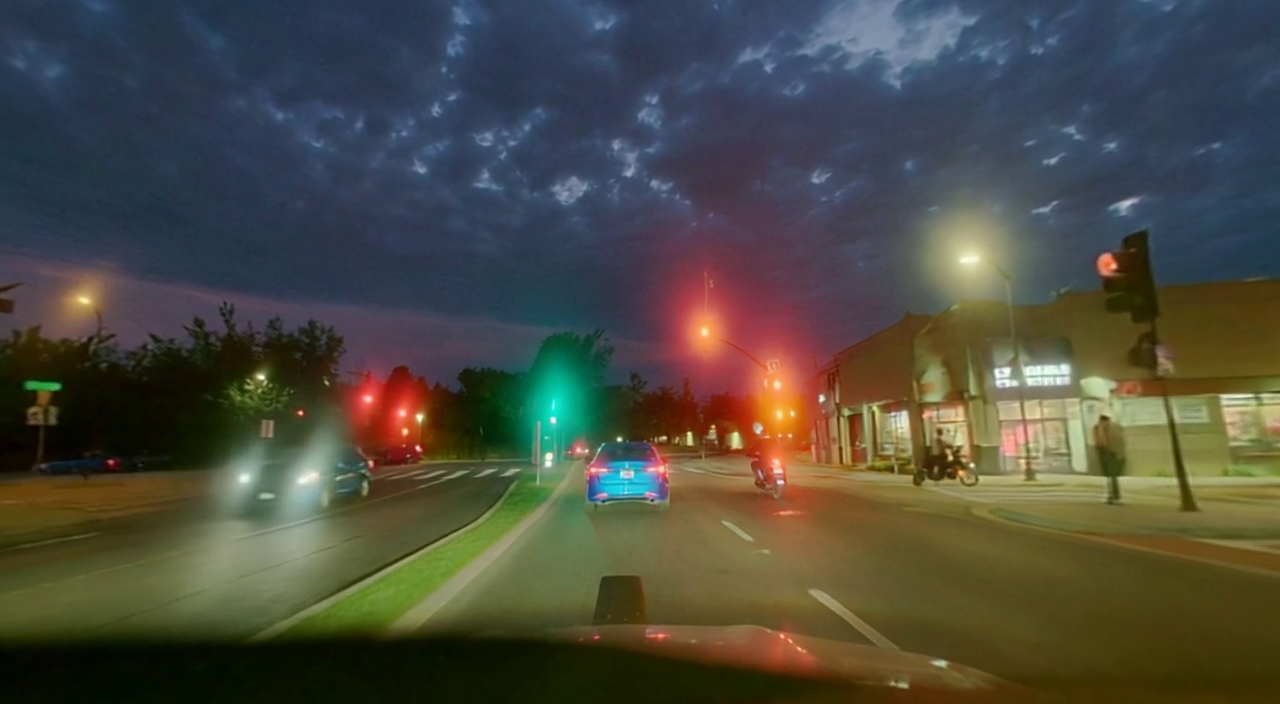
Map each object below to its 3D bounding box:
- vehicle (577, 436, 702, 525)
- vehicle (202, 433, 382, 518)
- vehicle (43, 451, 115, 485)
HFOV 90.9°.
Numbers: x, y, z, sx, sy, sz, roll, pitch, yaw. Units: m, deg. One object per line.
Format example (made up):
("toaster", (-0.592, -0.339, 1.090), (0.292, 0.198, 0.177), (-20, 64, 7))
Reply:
("vehicle", (-0.119, 2.479, 12.720), (2.118, 1.480, 3.949), (0, -9, -3))
("vehicle", (-8.053, 2.864, 15.146), (1.993, 1.692, 4.226), (0, -9, -2))
("vehicle", (-32.201, 6.587, 36.148), (4.653, 1.795, 2.163), (-7, -11, 38))
